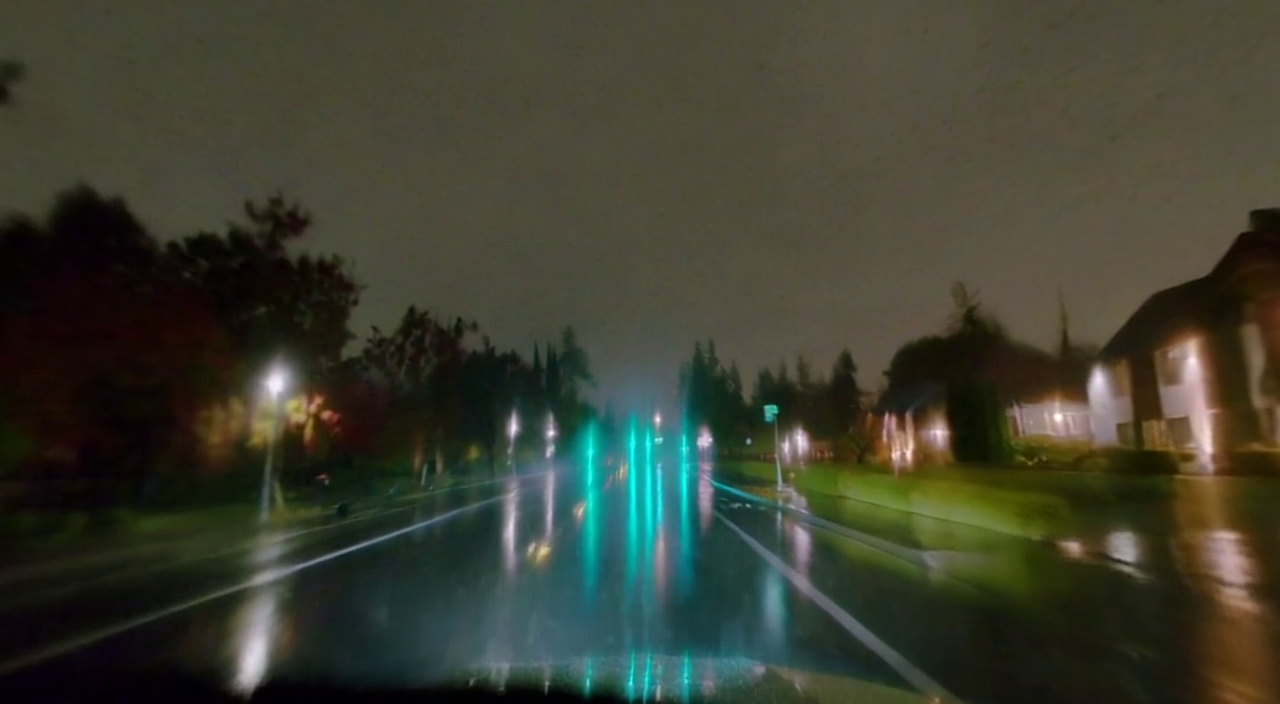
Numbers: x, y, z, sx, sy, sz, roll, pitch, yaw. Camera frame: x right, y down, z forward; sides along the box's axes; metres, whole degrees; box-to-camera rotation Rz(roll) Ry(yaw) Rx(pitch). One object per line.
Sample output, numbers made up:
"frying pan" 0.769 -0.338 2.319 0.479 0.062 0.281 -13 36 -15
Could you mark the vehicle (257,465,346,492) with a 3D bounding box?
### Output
"vehicle" -19.305 7.193 36.122 4.173 1.423 1.657 0 -9 3
